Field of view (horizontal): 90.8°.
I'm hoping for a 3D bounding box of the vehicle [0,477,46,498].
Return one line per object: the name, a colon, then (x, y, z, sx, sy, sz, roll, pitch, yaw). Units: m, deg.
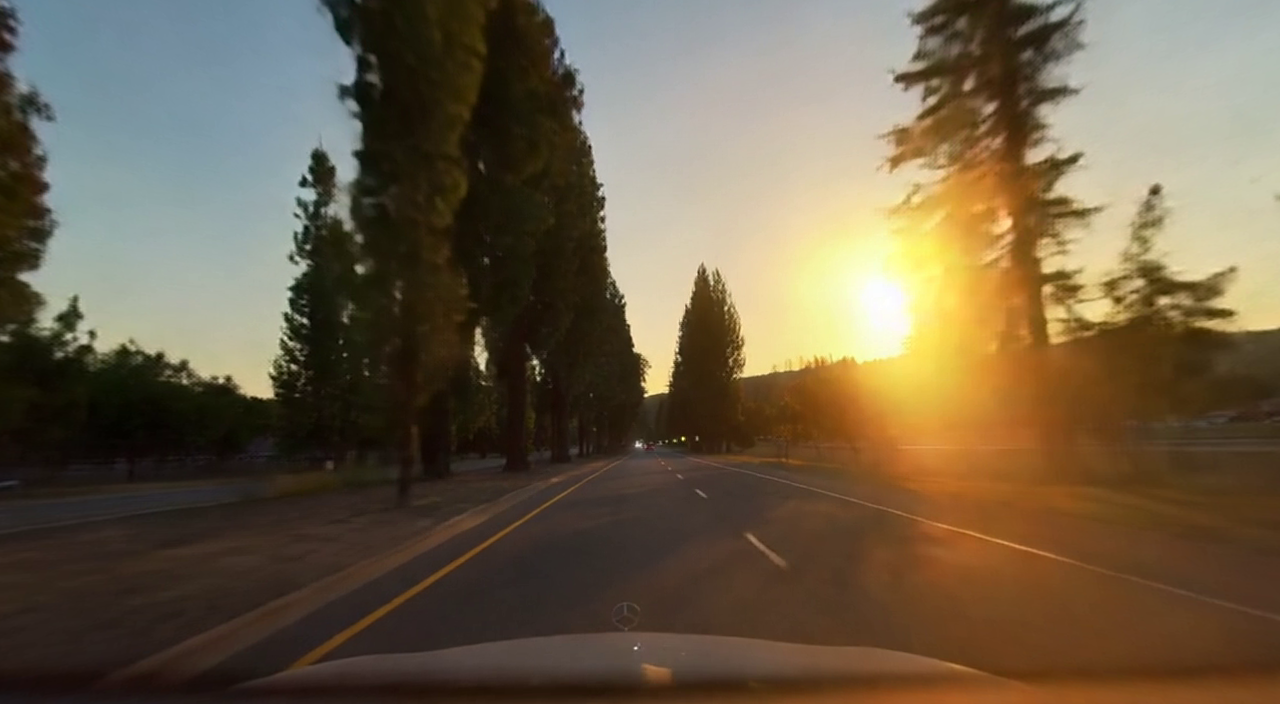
vehicle: (-46.015, 9.878, 46.070, 3.601, 1.431, 1.591, 1, -8, -5)
